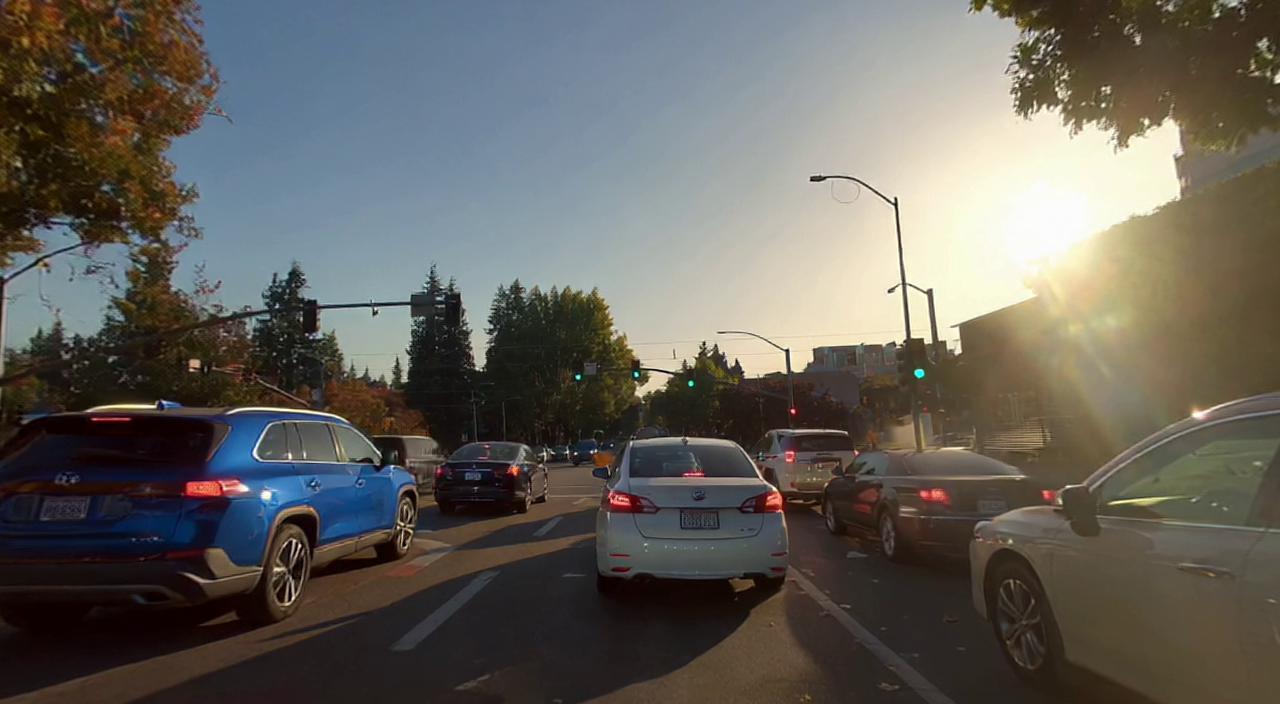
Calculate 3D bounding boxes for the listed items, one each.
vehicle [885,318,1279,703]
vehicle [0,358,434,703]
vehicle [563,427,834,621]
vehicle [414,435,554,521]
[{"bbox_3d":[3.042,0.917,3.043,1.880,1.747,4.500,0,-8,0],"label":"vehicle"},{"bbox_3d":[-3.453,1.225,5.279,1.889,1.767,4.289,0,-8,1],"label":"vehicle"},{"bbox_3d":[0.438,1.602,6.800,2.051,1.460,3.932,0,-8,0],"label":"vehicle"},{"bbox_3d":[-3.069,2.567,13.336,1.868,1.516,4.114,0,-8,1],"label":"vehicle"}]
